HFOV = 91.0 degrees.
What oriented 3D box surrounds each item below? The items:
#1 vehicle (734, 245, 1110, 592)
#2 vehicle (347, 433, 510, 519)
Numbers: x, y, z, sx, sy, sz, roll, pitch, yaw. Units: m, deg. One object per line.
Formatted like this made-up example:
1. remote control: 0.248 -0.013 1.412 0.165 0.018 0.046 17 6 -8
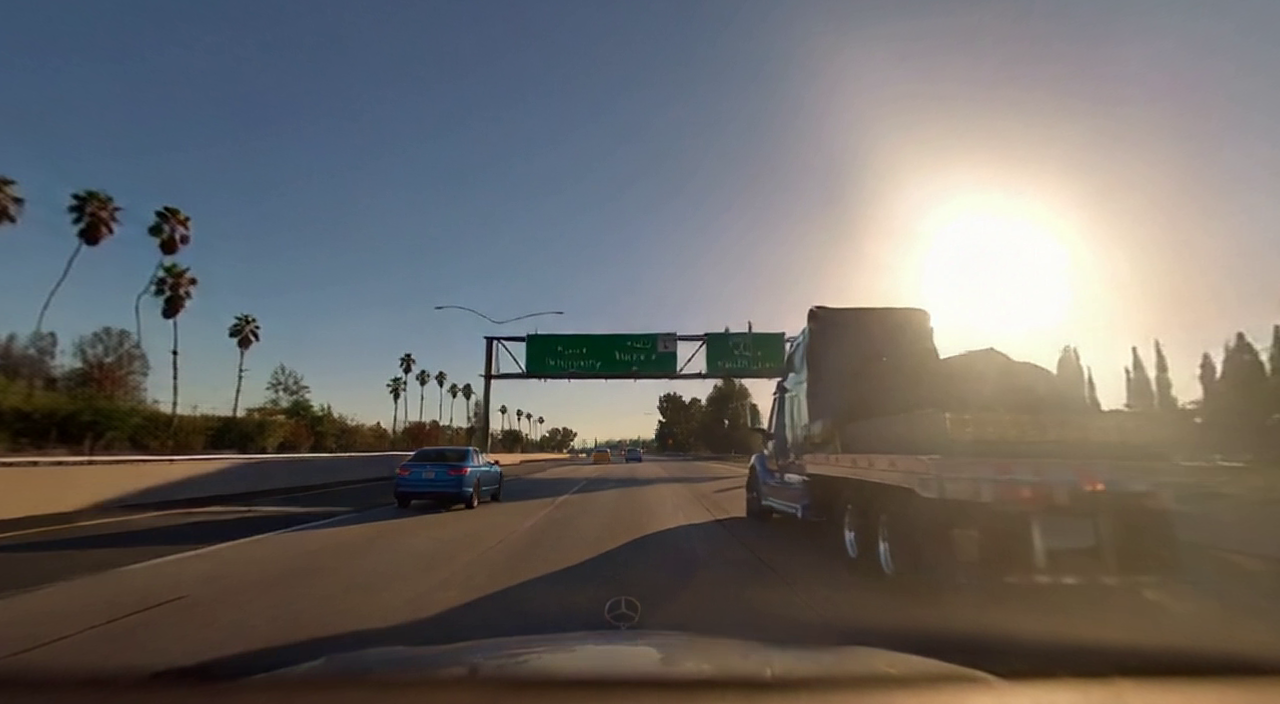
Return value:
1. vehicle: 3.533 1.110 9.990 3.073 3.886 5.856 0 -9 -1
2. vehicle: -4.272 2.570 13.571 2.120 1.537 4.139 0 -9 -1
